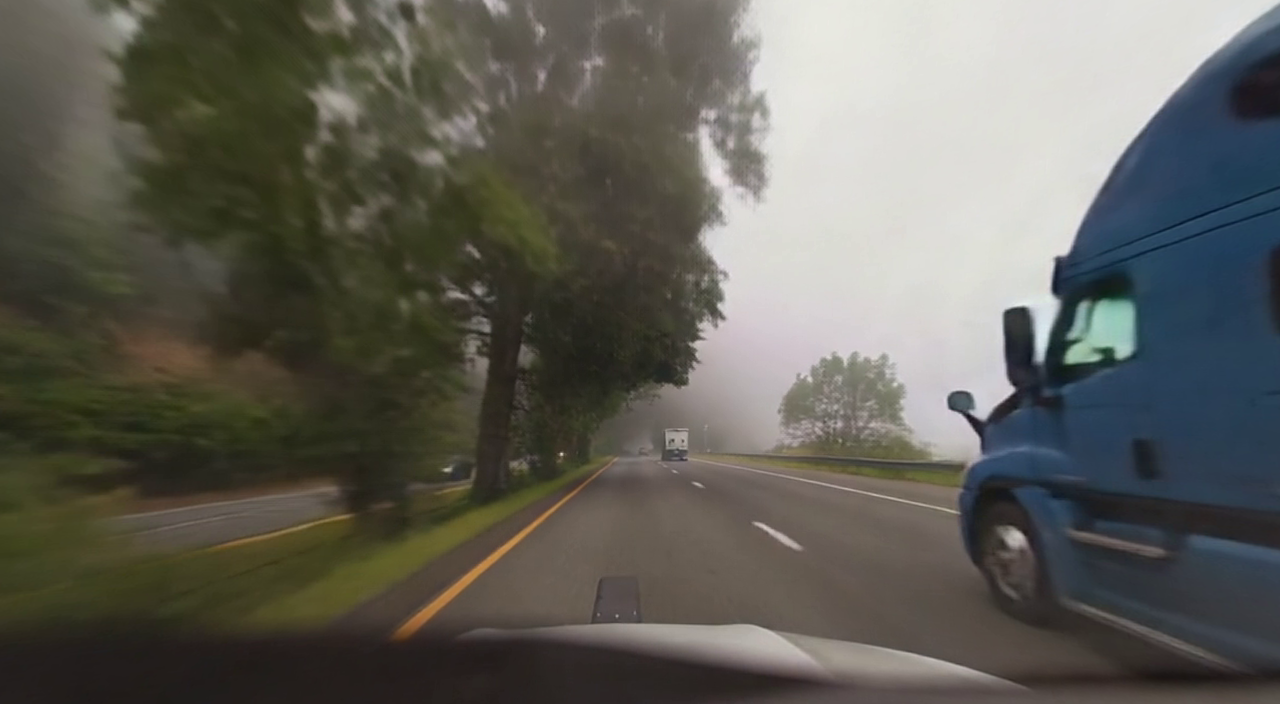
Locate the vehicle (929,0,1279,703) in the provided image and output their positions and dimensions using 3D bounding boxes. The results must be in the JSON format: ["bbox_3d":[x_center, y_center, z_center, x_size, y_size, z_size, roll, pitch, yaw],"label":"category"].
[{"bbox_3d":[4.241,-0.331,0.600,3.101,3.507,9.878,0,-8,-1],"label":"vehicle"}]

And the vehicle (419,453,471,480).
[{"bbox_3d":[-12.406,7.271,40.232,1.923,1.507,4.349,-1,-8,0],"label":"vehicle"}]
